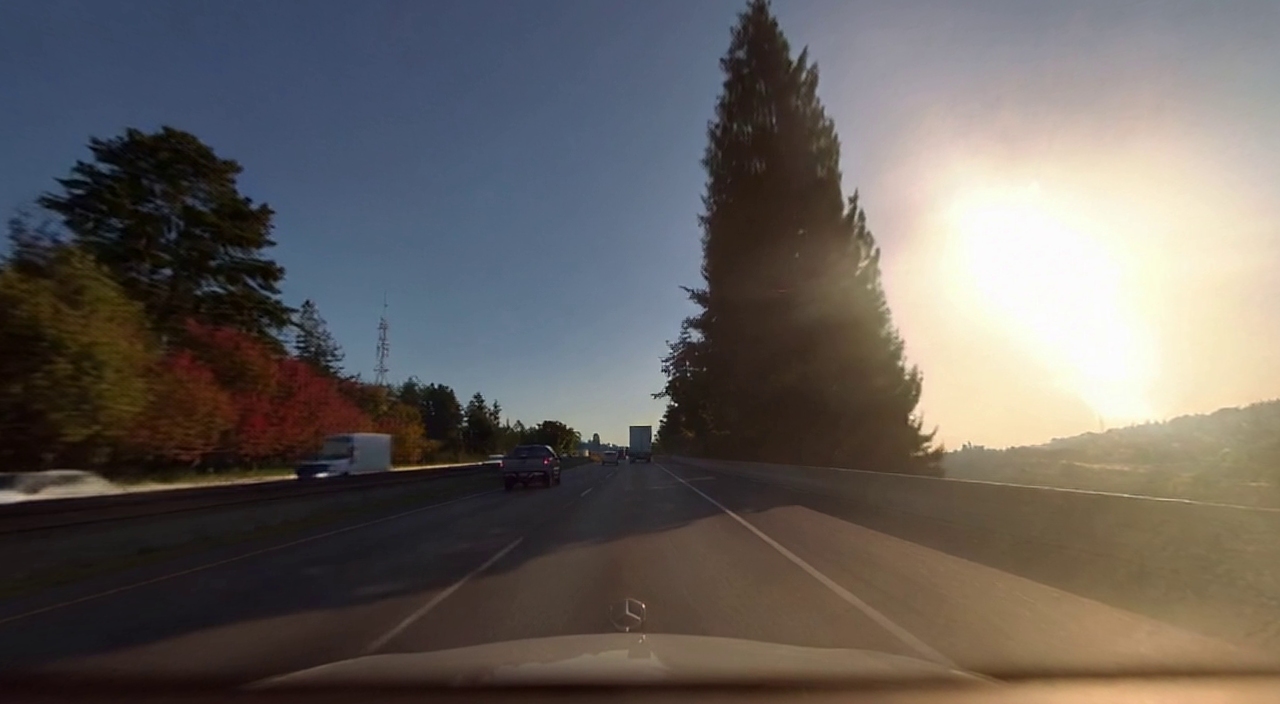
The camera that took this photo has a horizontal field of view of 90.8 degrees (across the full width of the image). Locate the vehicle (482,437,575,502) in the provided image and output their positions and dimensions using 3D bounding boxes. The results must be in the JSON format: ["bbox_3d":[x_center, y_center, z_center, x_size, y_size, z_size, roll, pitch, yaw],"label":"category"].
[{"bbox_3d":[-3.452,3.756,20.555,2.079,1.845,4.654,0,-9,1],"label":"vehicle"}]

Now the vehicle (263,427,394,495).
[{"bbox_3d":[-12.330,4.383,25.583,2.248,2.417,5.896,0,-9,0],"label":"vehicle"}]
